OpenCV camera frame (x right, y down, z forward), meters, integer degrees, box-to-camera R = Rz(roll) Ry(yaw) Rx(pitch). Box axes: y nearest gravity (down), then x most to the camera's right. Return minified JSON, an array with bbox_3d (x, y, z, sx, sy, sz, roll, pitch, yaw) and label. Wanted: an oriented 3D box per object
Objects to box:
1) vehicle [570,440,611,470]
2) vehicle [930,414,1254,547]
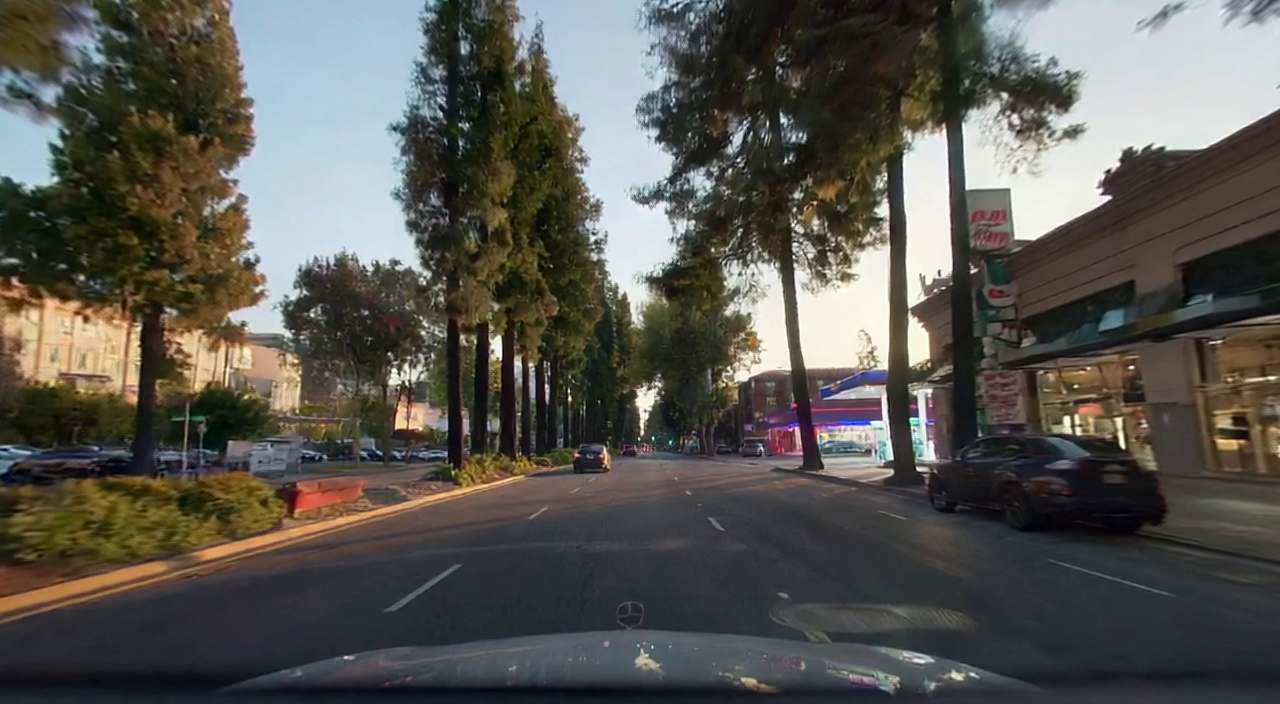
[{"bbox_3d":[-3.128,6.582,40.614,2.196,1.801,4.542,0,-8,1],"label":"vehicle"},{"bbox_3d":[6.858,1.989,10.406,1.952,1.684,4.535,-1,-9,0],"label":"vehicle"}]
